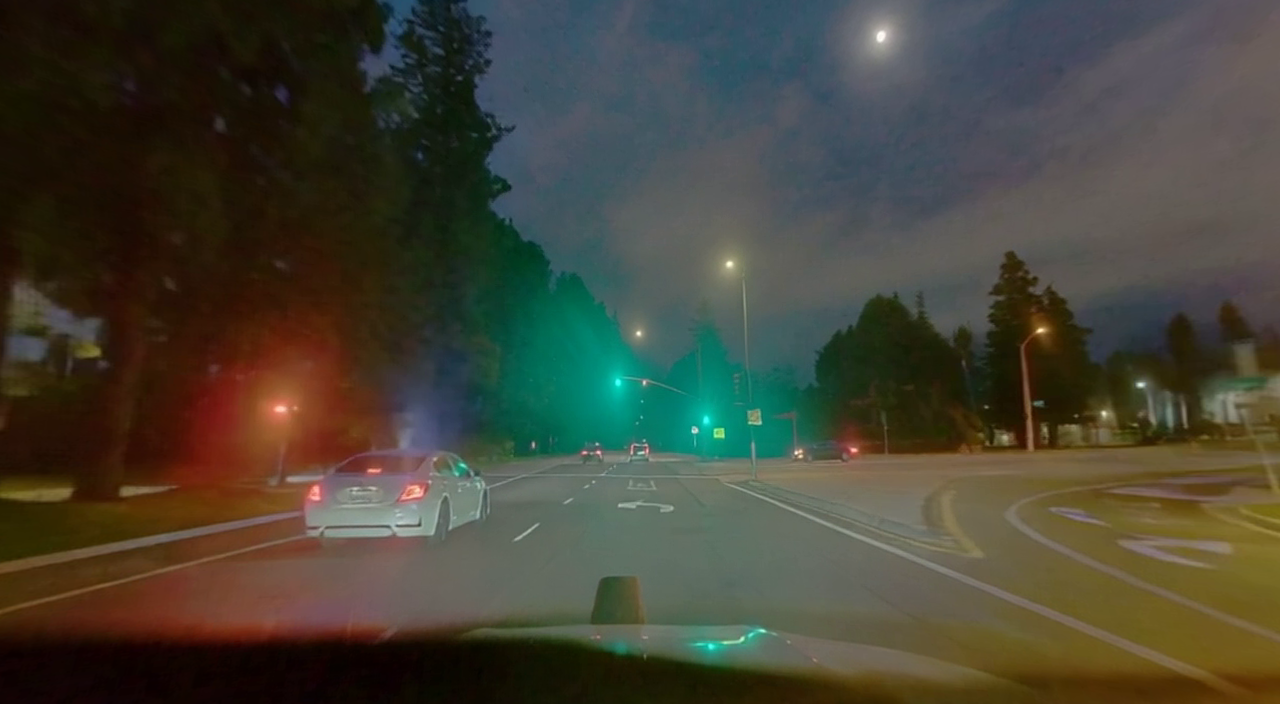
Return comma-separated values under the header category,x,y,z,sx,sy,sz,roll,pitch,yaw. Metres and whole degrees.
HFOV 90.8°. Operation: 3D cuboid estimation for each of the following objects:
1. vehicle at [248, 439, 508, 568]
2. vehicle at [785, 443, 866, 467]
category,x,y,z,sx,sy,sz,roll,pitch,yaw
vehicle,-3.477,2.072,9.525,1.968,1.459,4.433,0,-8,1
vehicle,11.977,6.651,40.907,4.632,1.473,1.889,0,-8,-3
